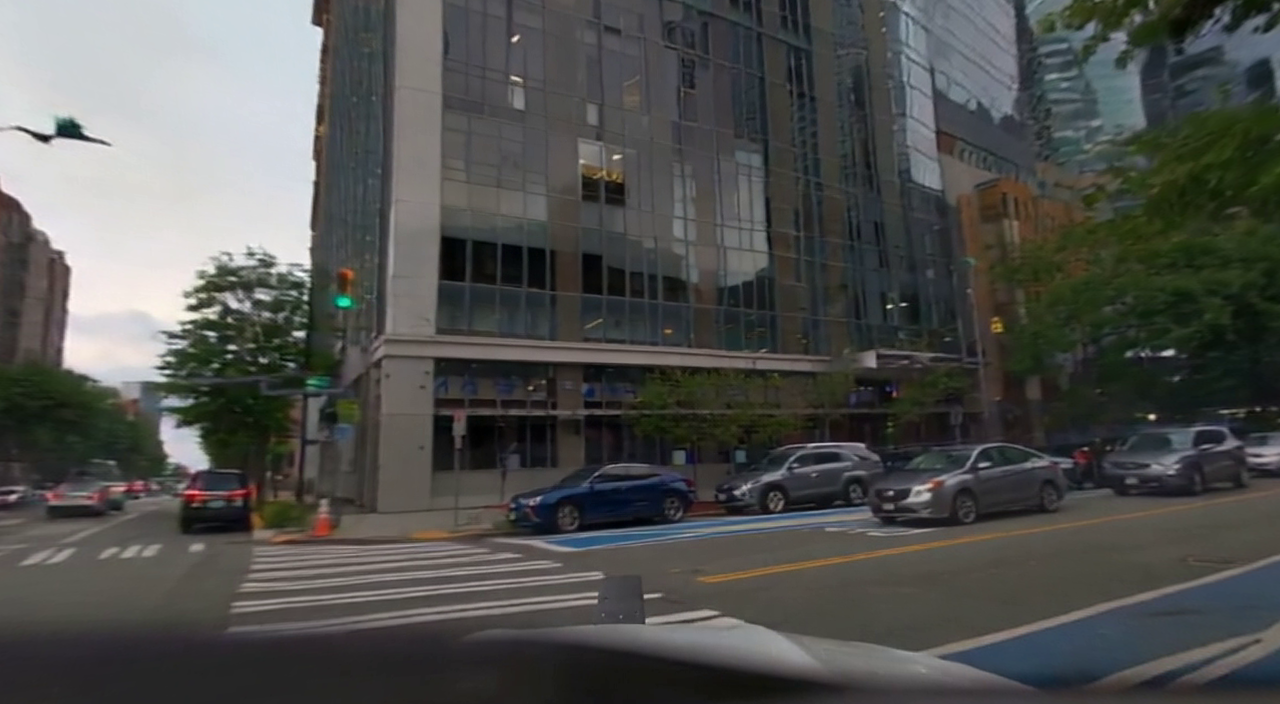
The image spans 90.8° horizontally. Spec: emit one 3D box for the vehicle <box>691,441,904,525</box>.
[{"bbox_3d":[4.687,3.698,18.550,6.107,2.086,2.348,5,-10,-30],"label":"vehicle"}]

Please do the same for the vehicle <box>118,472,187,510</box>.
[{"bbox_3d":[-25.367,7.203,33.035,2.025,1.625,4.596,4,-10,-28],"label":"vehicle"}]

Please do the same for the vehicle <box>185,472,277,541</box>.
[{"bbox_3d":[-13.688,5.097,21.448,2.174,1.780,5.051,5,-10,-29],"label":"vehicle"}]

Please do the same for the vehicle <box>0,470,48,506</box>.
[{"bbox_3d":[-42.524,9.140,42.630,2.404,2.045,5.570,5,-10,-30],"label":"vehicle"}]

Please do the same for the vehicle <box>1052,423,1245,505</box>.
[{"bbox_3d":[13.059,2.817,16.208,4.573,1.814,2.173,5,-10,-30],"label":"vehicle"}]

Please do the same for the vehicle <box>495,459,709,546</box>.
[{"bbox_3d":[-0.898,3.573,15.291,4.705,1.732,1.996,5,-16,-30],"label":"vehicle"}]

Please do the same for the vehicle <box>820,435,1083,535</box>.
[{"bbox_3d":[6.033,2.423,12.134,4.888,1.558,2.017,5,-10,-29],"label":"vehicle"}]

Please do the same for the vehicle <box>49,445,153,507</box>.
[{"bbox_3d":[-36.729,8.285,43.656,3.435,3.638,12.225,5,-10,-32],"label":"vehicle"}]
